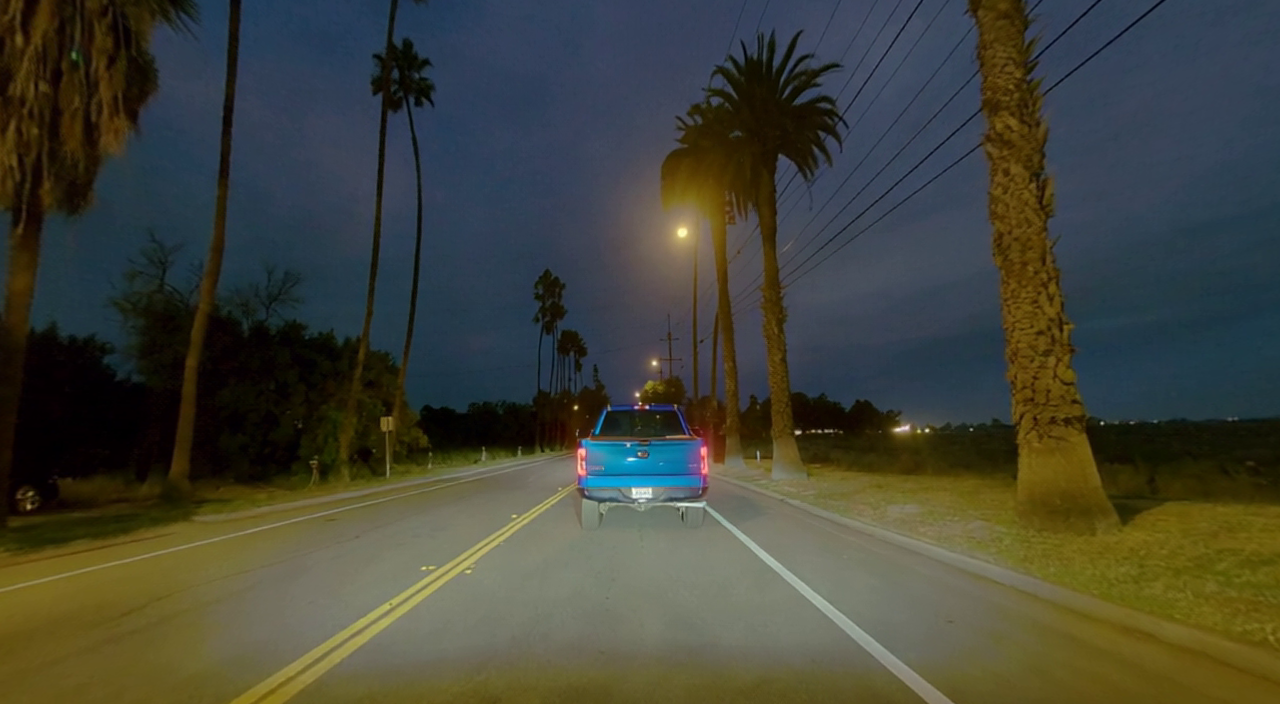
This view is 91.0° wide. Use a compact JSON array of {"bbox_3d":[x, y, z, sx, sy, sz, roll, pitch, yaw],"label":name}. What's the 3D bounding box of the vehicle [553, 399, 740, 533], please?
[{"bbox_3d":[0.052,2.156,12.498,2.803,2.005,5.885,0,-8,-1],"label":"vehicle"}]
